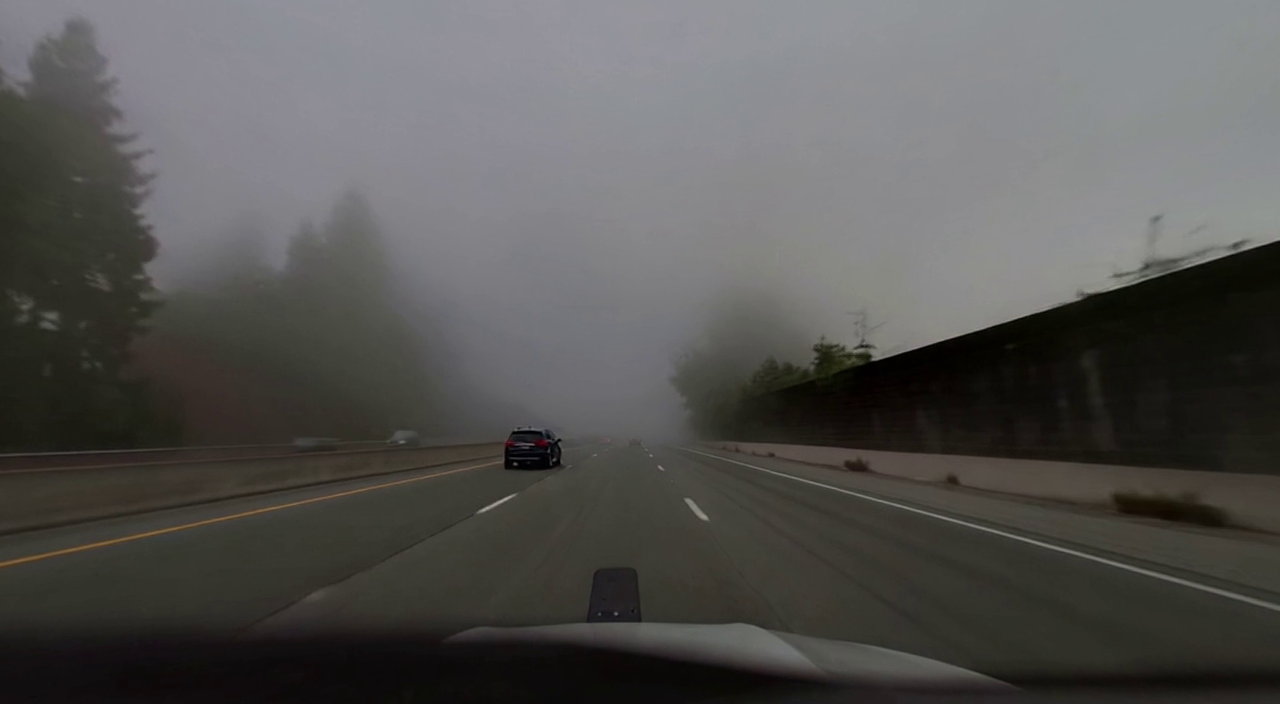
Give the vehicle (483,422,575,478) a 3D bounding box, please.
[{"bbox_3d":[-3.665,3.346,21.842,2.306,1.730,4.606,0,-8,1],"label":"vehicle"}]
